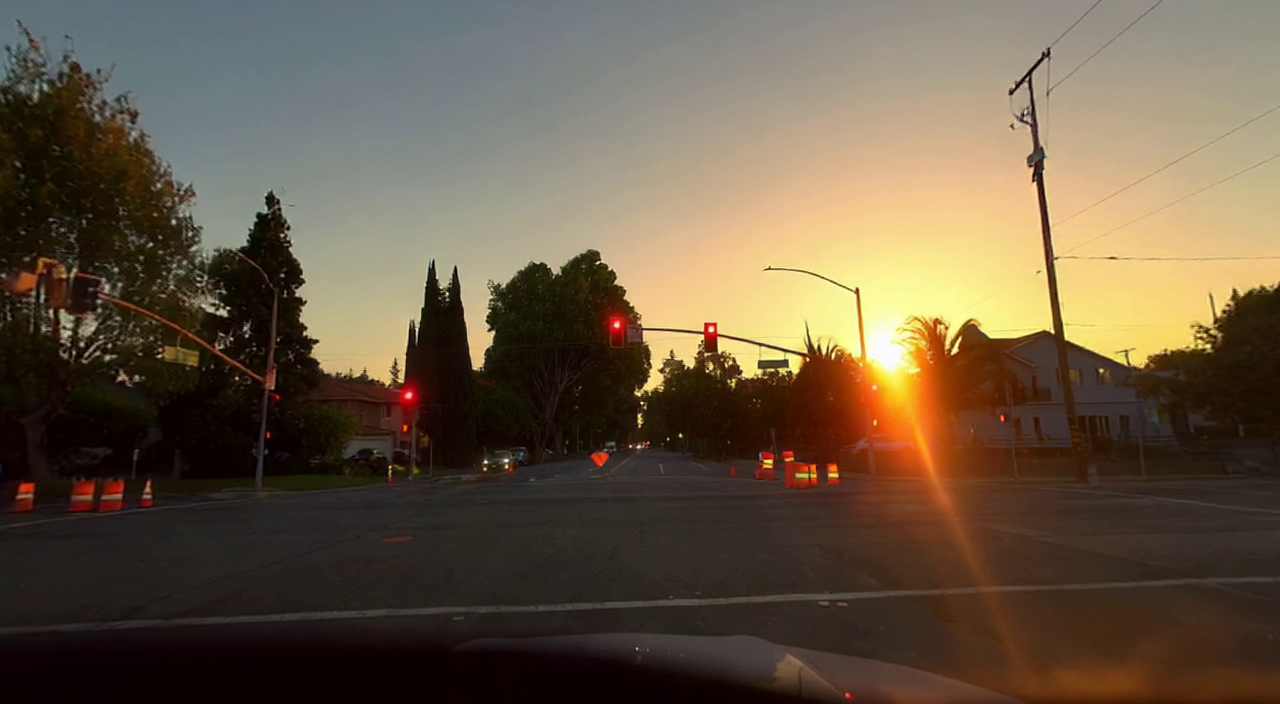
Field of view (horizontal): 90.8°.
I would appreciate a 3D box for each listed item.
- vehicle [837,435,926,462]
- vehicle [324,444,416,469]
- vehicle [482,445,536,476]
[{"bbox_3d":[15.347,6.175,40.344,4.892,1.656,1.856,0,-8,0],"label":"vehicle"},{"bbox_3d":[-16.420,6.374,38.593,4.713,1.409,1.918,0,-8,-2],"label":"vehicle"},{"bbox_3d":[-6.629,5.533,32.398,1.881,1.452,4.121,0,-8,0],"label":"vehicle"}]
